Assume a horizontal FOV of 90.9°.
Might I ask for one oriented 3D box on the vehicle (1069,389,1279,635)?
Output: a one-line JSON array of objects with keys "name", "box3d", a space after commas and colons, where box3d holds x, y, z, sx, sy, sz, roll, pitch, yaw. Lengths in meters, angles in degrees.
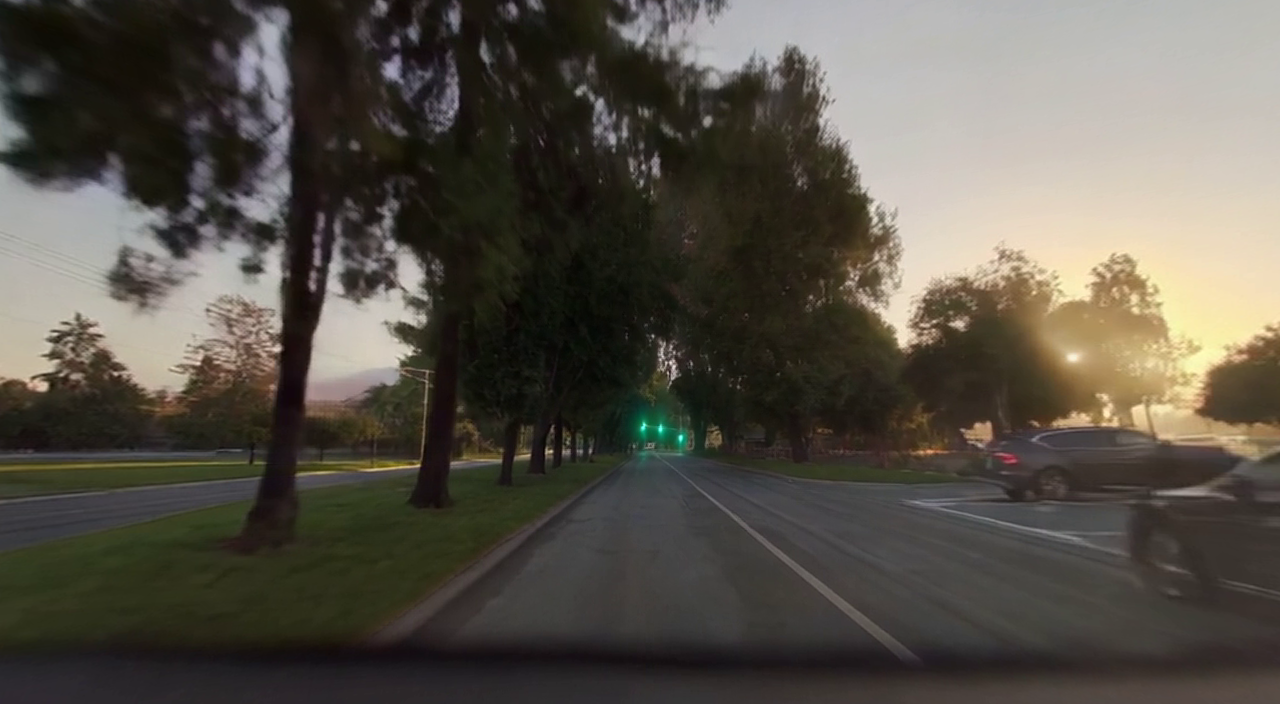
[{"name": "vehicle", "box3d": [5.459, 1.077, 4.159, 2.057, 1.688, 4.596, 0, -8, 1]}]
